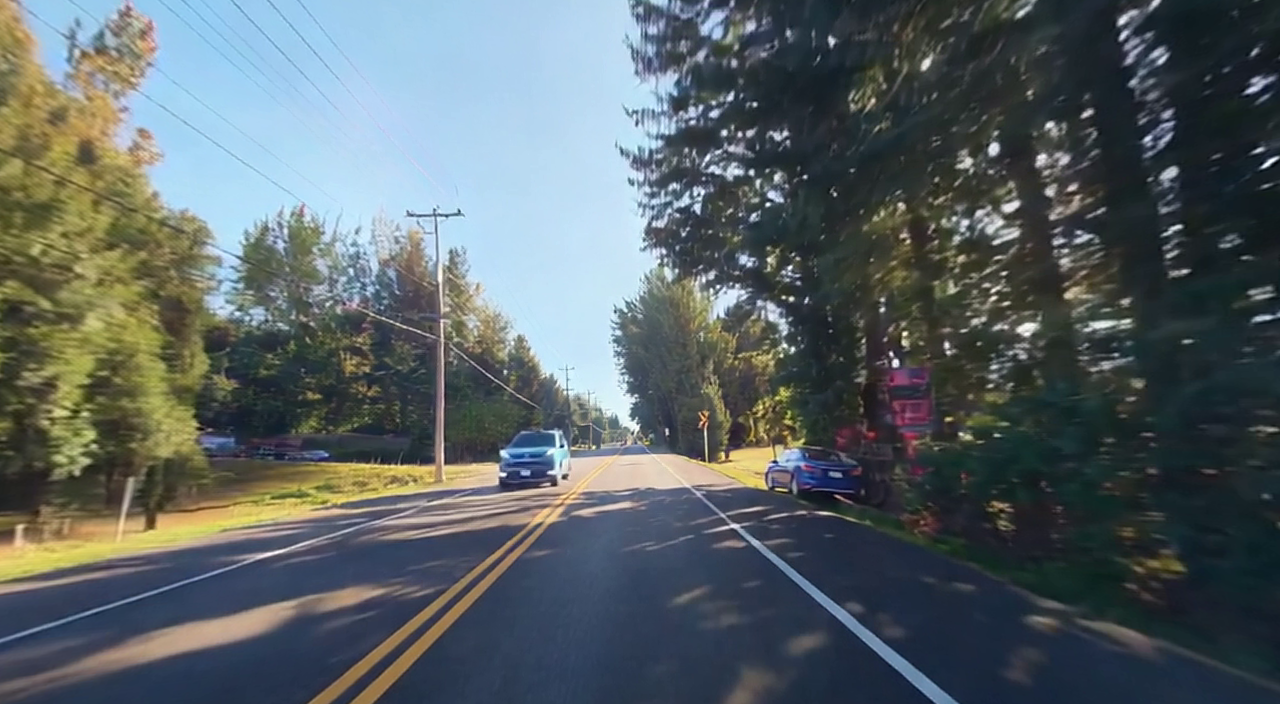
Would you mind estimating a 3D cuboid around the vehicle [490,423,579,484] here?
[{"bbox_3d":[-3.220,3.214,20.209,2.023,1.722,4.372,0,-8,1],"label":"vehicle"}]

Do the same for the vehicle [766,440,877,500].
[{"bbox_3d":[5.021,3.286,18.131,1.905,1.482,4.240,0,-8,0],"label":"vehicle"}]
